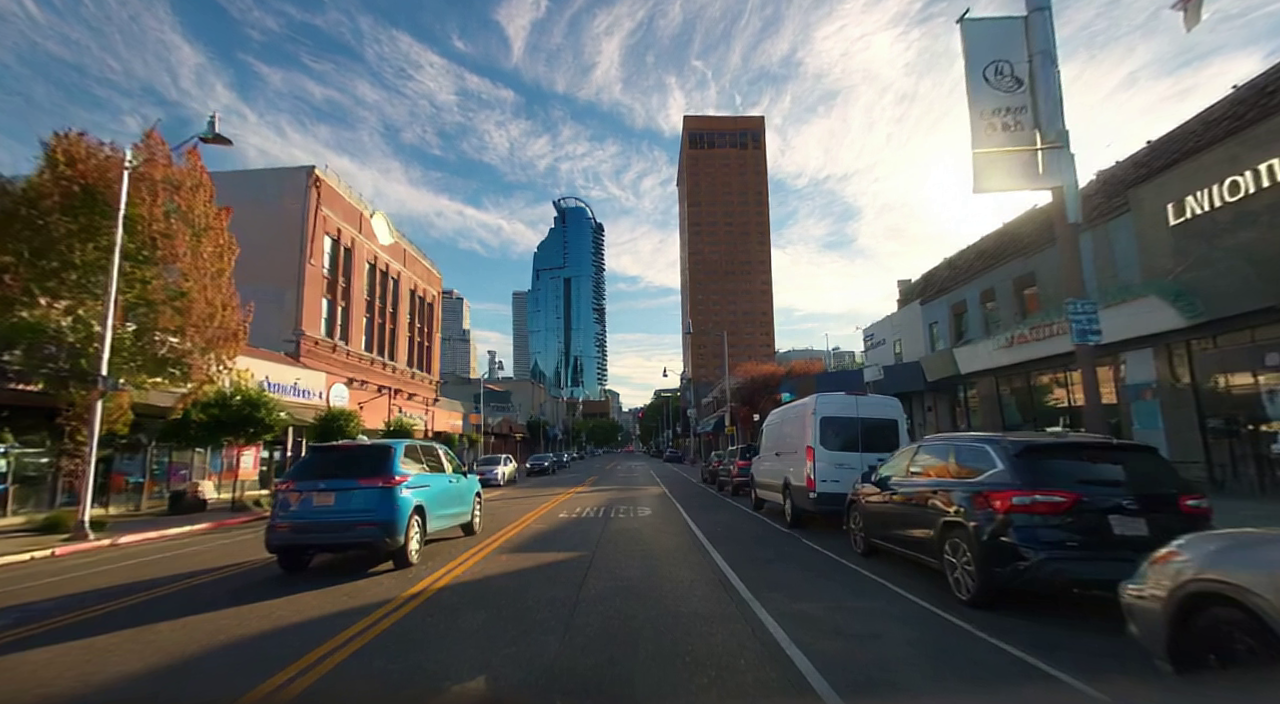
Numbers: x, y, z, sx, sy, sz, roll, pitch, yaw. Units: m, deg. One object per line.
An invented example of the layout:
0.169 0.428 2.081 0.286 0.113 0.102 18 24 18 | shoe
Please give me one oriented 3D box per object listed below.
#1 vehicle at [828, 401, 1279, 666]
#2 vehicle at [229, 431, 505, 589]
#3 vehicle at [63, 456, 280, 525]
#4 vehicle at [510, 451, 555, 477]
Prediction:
3.926 1.614 6.923 2.040 1.790 5.044 0 -8 -1 | vehicle
-3.246 1.930 8.666 2.024 1.579 4.300 0 -8 -3 | vehicle
-13.847 4.083 19.076 4.676 1.807 2.106 2 -9 -15 | vehicle
-6.720 7.034 39.991 1.993 1.484 4.812 0 -8 0 | vehicle
